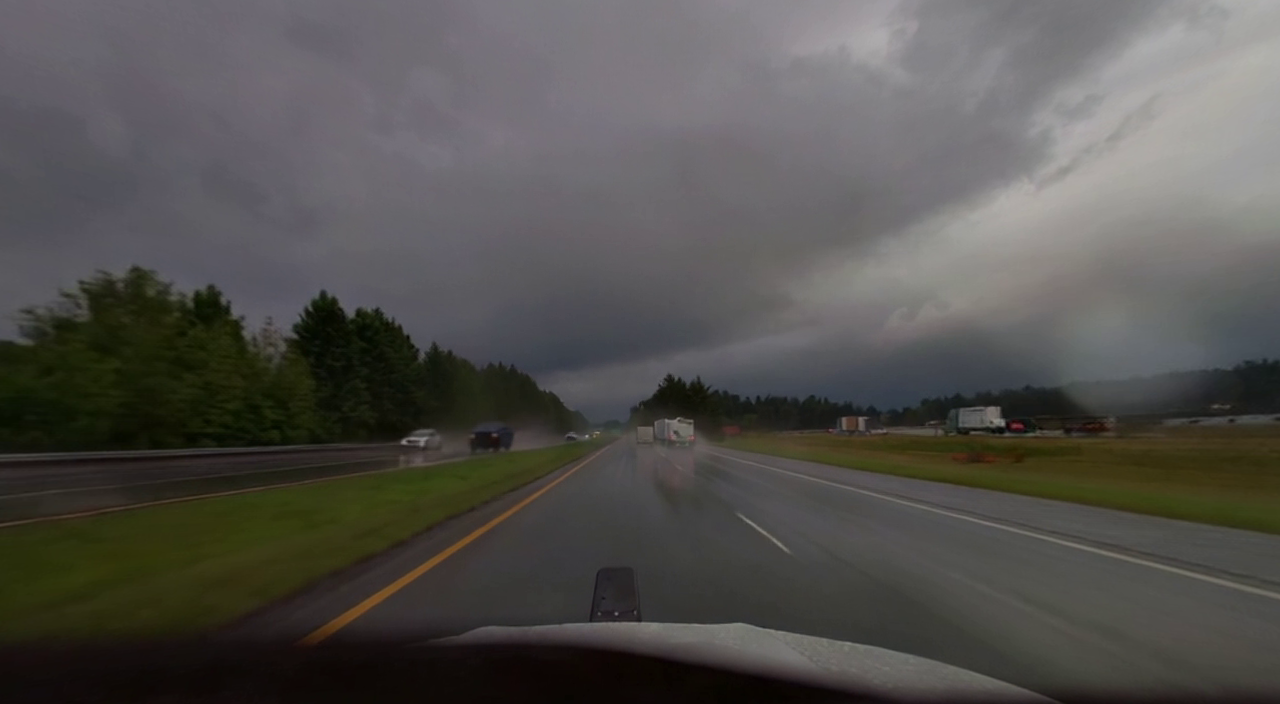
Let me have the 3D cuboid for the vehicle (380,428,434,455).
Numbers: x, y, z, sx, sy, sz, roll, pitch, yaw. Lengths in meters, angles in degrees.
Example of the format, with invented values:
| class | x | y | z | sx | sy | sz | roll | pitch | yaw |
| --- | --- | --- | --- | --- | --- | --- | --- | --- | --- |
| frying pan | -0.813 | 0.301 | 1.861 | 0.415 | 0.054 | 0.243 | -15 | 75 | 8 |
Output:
| class | x | y | z | sx | sy | sz | roll | pitch | yaw |
| --- | --- | --- | --- | --- | --- | --- | --- | --- | --- |
| vehicle | -13.413 | 5.154 | 36.505 | 1.791 | 1.469 | 3.578 | 0 | -8 | -1 |

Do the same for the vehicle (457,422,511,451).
| class | x | y | z | sx | sy | sz | roll | pitch | yaw |
| --- | --- | --- | --- | --- | --- | --- | --- | --- | --- |
| vehicle | -9.249 | 5.085 | 37.823 | 2.069 | 1.641 | 4.764 | 0 | -8 | 0 |

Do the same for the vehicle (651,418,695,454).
| class | x | y | z | sx | sy | sz | roll | pitch | yaw |
| --- | --- | --- | --- | --- | --- | --- | --- | --- | --- |
| vehicle | 2.532 | 6.651 | 49.857 | 2.821 | 2.673 | 6.205 | 0 | -8 | -3 |
